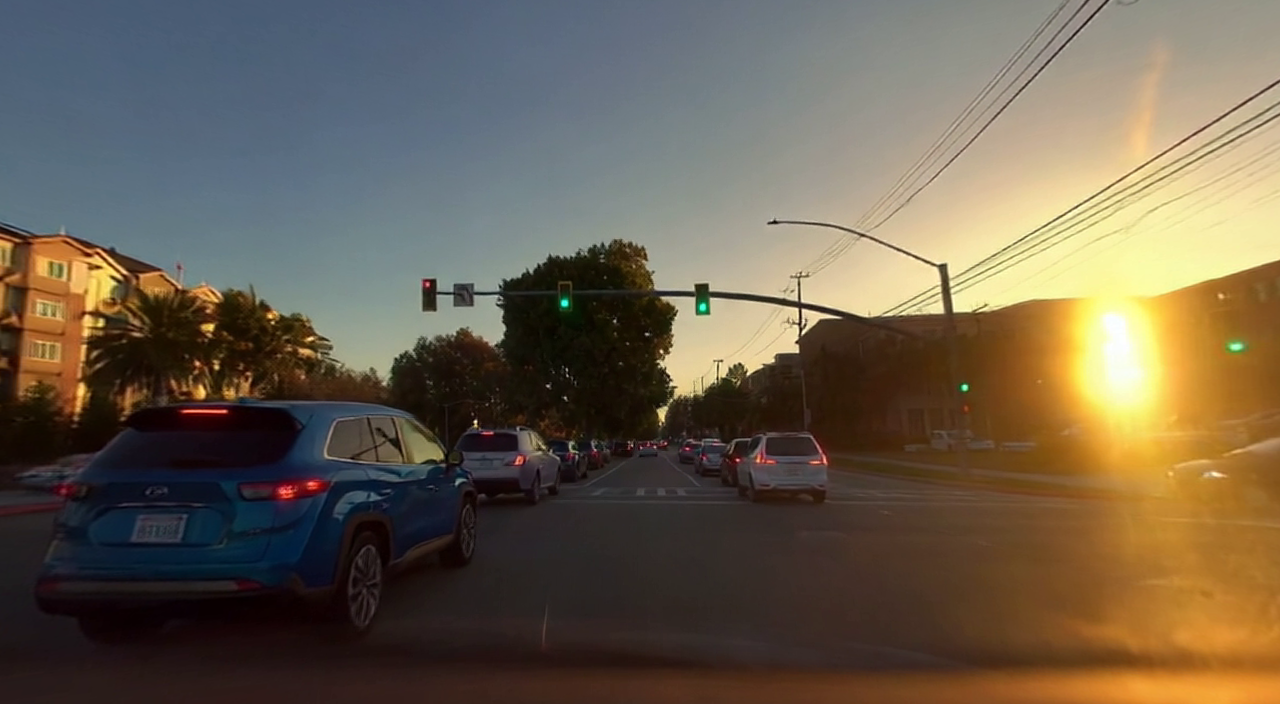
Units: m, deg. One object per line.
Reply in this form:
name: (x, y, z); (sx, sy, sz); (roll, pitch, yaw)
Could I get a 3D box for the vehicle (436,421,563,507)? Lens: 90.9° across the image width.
vehicle: (-3.137, 2.617, 15.116); (1.958, 1.744, 4.315); (0, -8, 1)

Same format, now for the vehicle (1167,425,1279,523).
vehicle: (11.970, 2.041, 10.688); (4.119, 1.574, 2.028); (-4, -9, 24)

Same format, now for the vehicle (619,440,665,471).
vehicle: (0.096, 5.299, 32.471); (2.185, 1.515, 4.215); (0, -8, 0)

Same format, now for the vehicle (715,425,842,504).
vehicle: (3.359, 2.855, 16.396); (2.201, 1.734, 4.564); (0, -8, -1)

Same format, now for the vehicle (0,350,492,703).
vehicle: (-2.881, 1.176, 5.288); (2.127, 1.754, 4.287); (0, -8, 2)
